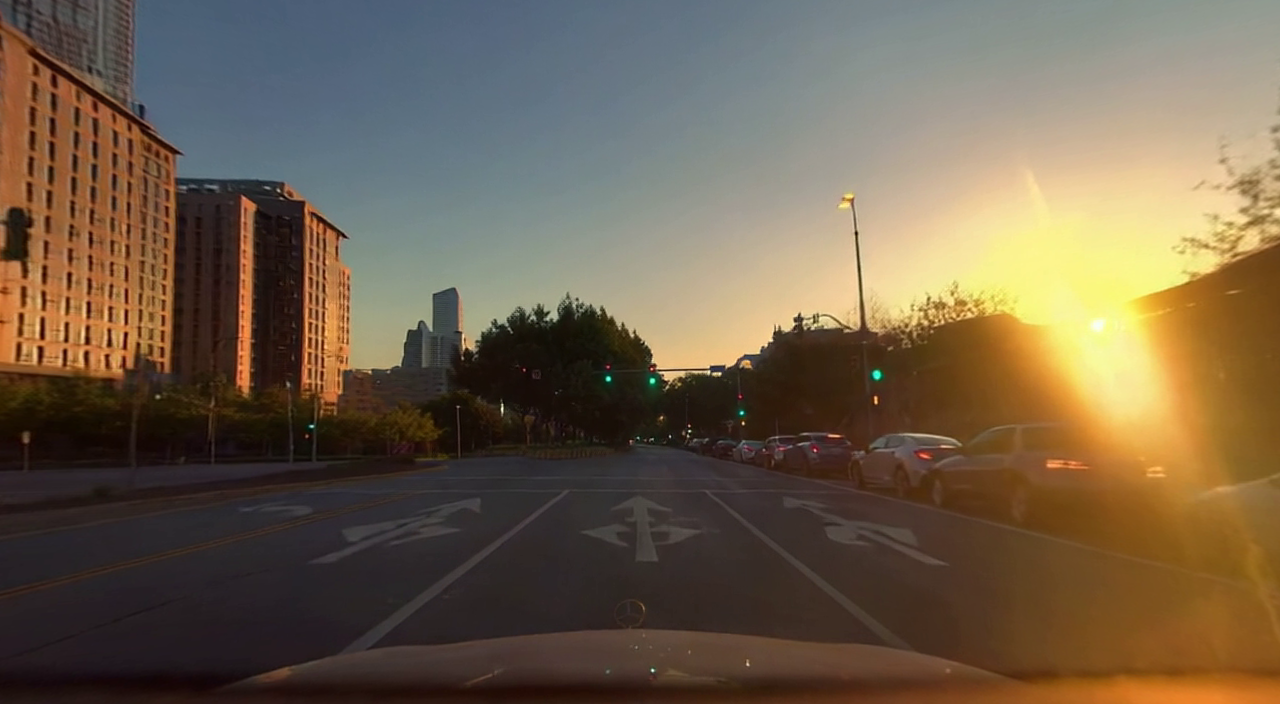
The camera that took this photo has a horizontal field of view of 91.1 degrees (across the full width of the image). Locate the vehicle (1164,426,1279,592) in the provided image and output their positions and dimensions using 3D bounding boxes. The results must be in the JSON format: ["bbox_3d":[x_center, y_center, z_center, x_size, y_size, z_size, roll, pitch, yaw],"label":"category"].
[{"bbox_3d":[6.712,1.262,4.605,1.880,1.483,4.510,0,-9,1],"label":"vehicle"}]

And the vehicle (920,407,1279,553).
[{"bbox_3d":[6.700,1.924,10.155,1.978,1.728,5.129,0,-9,0],"label":"vehicle"}]

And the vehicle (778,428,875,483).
[{"bbox_3d":[6.641,3.759,23.000,1.984,1.751,4.759,0,-9,-1],"label":"vehicle"}]
